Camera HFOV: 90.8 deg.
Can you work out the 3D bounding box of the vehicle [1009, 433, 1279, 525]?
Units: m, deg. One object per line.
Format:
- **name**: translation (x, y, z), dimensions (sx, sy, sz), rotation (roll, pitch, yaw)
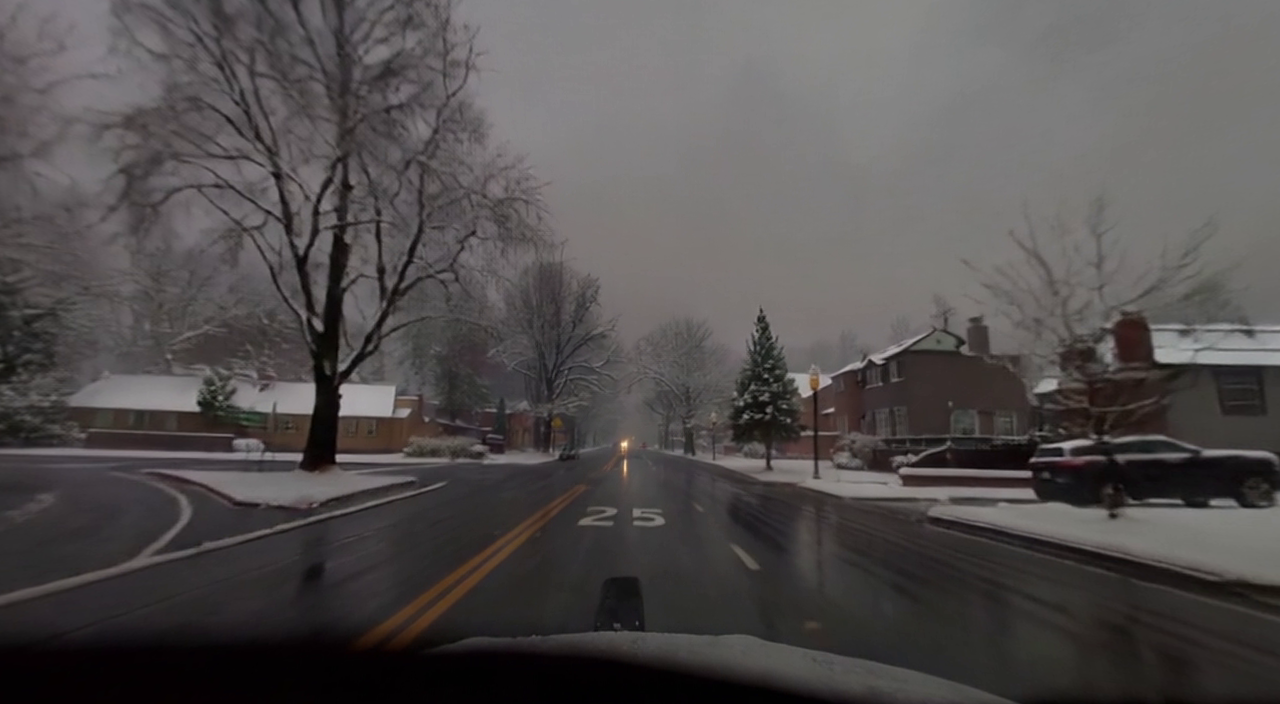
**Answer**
- **vehicle**: translation (10.811, 2.670, 13.609), dimensions (4.453, 1.590, 1.861), rotation (-3, -6, 2)
